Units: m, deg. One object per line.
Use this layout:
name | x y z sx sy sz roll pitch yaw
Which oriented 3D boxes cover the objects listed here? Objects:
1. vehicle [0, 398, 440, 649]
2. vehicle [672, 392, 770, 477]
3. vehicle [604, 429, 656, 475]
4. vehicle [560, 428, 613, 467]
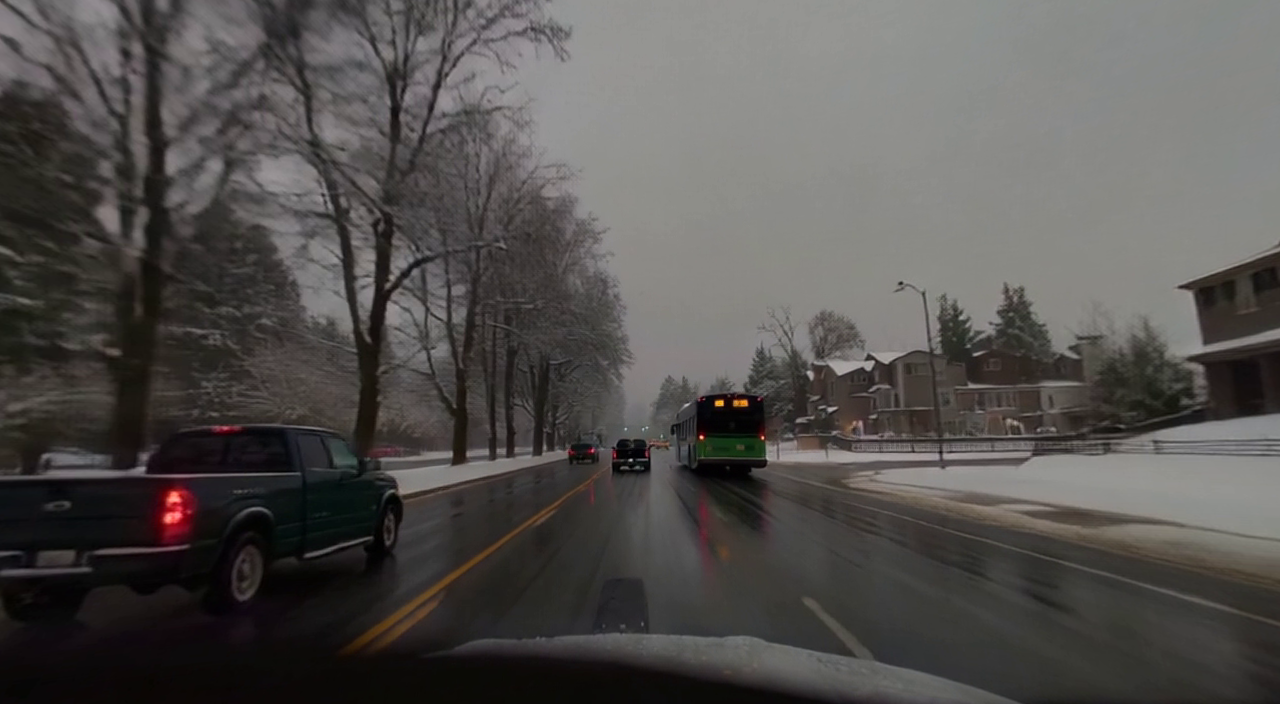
vehicle | -3.835 1.394 6.260 2.109 1.543 4.535 0 -8 1
vehicle | 3.442 4.090 30.718 3.059 3.264 12.623 0 -8 0
vehicle | -0.352 4.436 28.132 2.074 1.849 5.137 0 -8 1
vehicle | -2.939 5.468 36.203 2.513 2.066 5.820 0 -8 0
